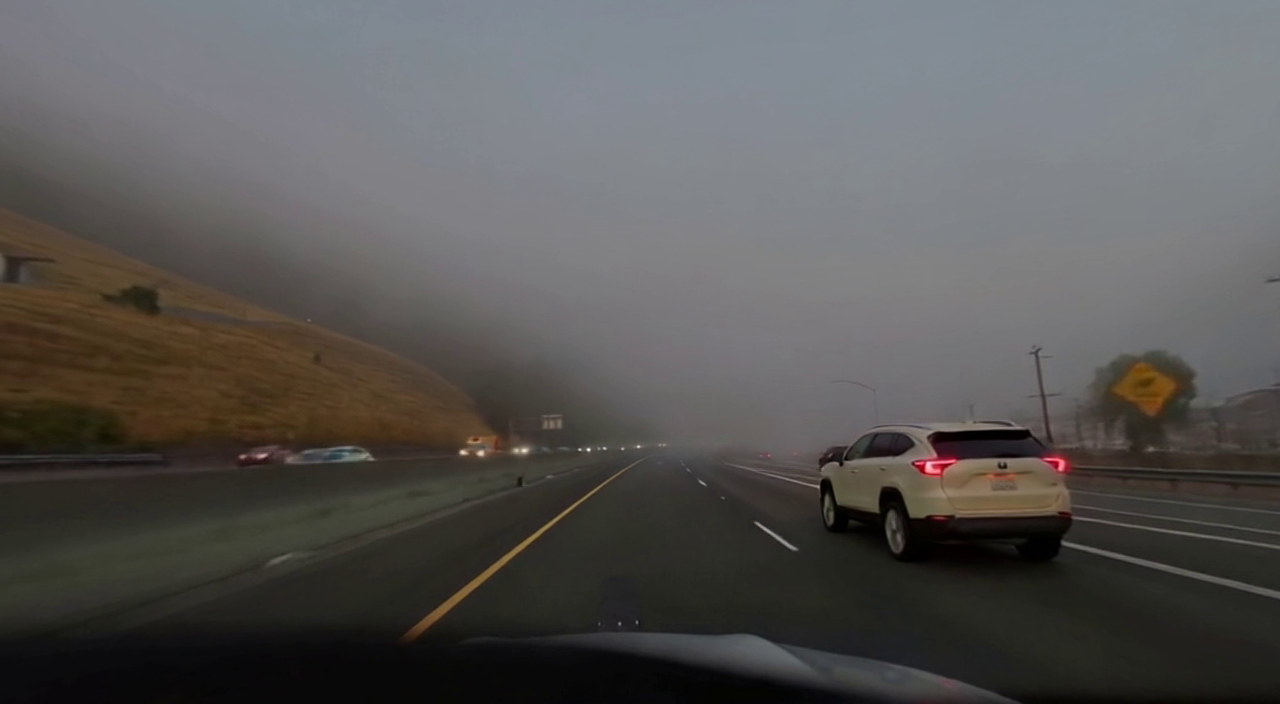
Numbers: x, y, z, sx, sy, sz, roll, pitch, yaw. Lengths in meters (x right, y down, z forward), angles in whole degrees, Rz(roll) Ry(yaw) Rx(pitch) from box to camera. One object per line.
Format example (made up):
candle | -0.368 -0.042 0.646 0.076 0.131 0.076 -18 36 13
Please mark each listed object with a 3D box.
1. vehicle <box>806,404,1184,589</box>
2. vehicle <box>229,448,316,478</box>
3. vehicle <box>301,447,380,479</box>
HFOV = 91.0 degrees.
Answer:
vehicle | 4.055 1.742 8.445 2.318 1.766 4.587 0 -9 -1
vehicle | -20.246 6.121 34.947 1.921 1.490 4.691 0 -9 1
vehicle | -16.454 6.077 34.855 2.021 1.626 4.600 0 -9 1
